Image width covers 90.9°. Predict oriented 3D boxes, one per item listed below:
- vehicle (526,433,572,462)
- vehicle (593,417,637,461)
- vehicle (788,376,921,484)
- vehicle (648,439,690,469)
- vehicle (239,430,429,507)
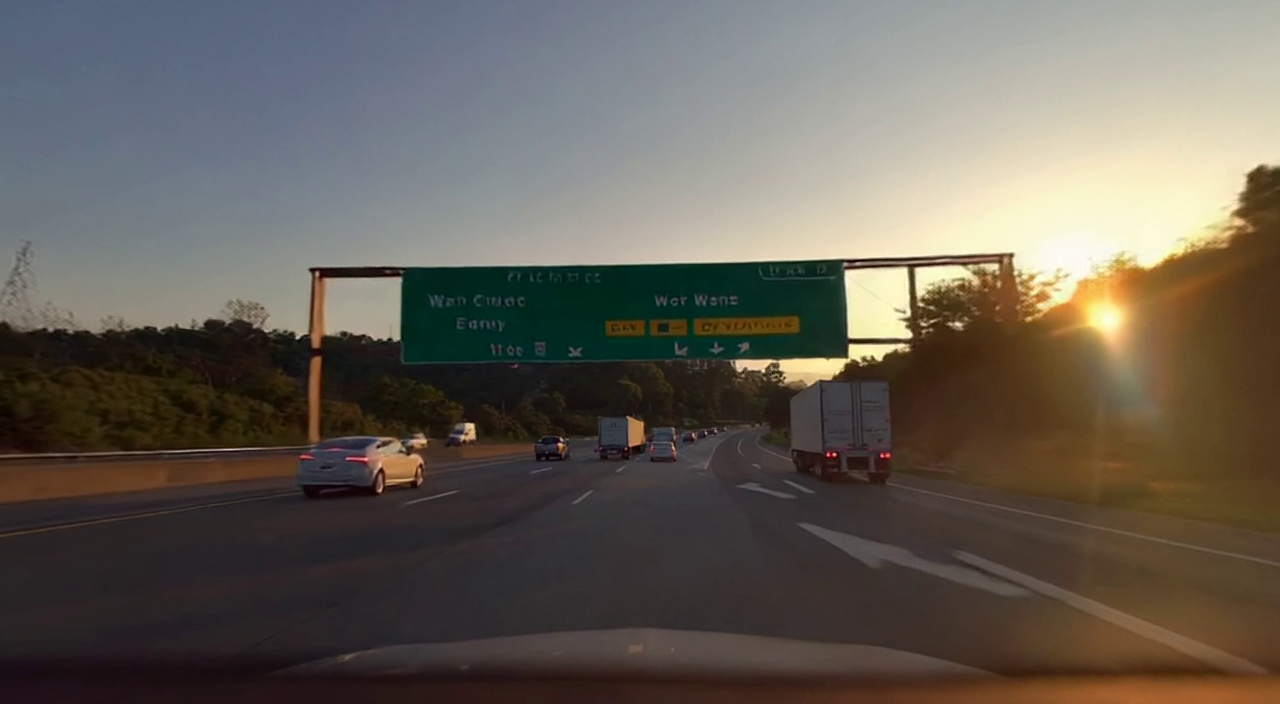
[{"bbox_3d":[-6.265,6.657,44.065,2.272,1.850,5.156,0,-8,2],"label":"vehicle"},{"bbox_3d":[-1.824,6.810,49.278,2.745,3.156,7.608,0,-8,3],"label":"vehicle"},{"bbox_3d":[7.833,3.080,24.265,2.895,3.484,7.631,-1,-8,4],"label":"vehicle"},{"bbox_3d":[1.509,5.453,33.879,2.105,1.502,4.068,0,-8,1],"label":"vehicle"},{"bbox_3d":[-6.738,2.612,14.626,1.950,1.485,4.589,0,-8,2],"label":"vehicle"}]
